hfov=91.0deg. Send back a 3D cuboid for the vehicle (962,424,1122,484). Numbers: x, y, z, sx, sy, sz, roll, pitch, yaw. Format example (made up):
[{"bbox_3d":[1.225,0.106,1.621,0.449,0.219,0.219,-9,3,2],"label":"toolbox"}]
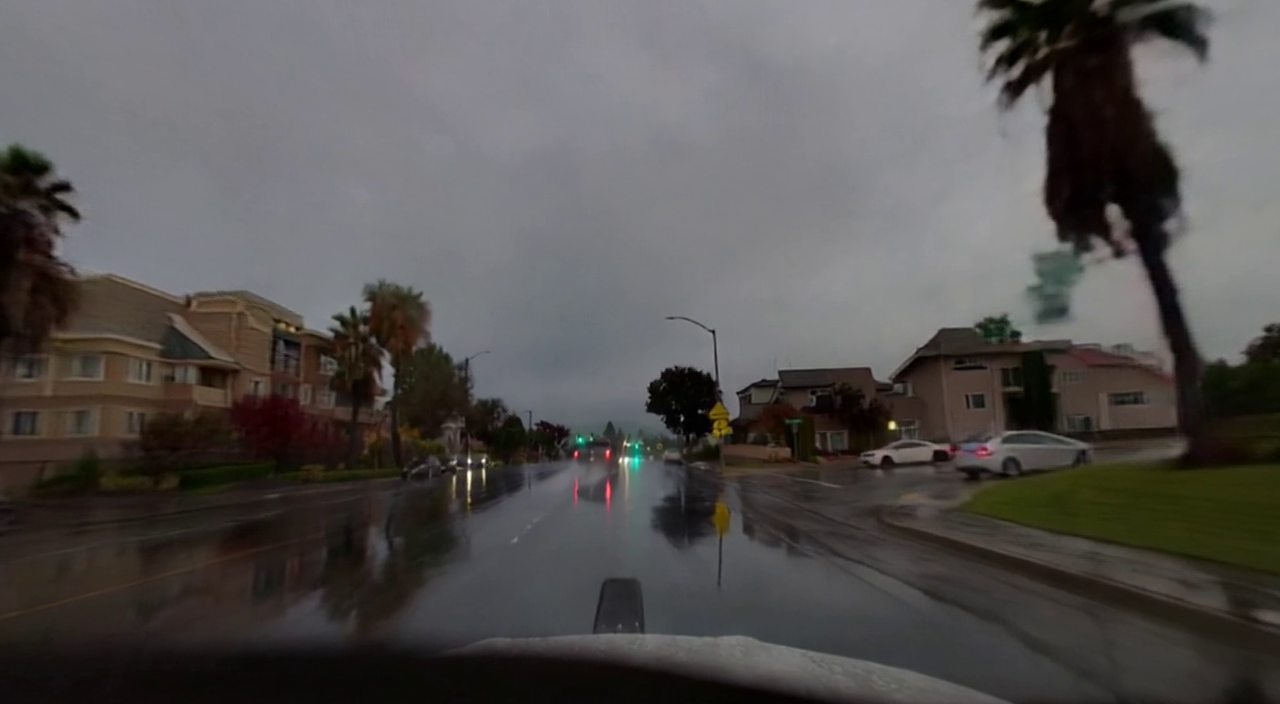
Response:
[{"bbox_3d":[12.495,3.183,19.745,3.778,1.744,1.804,1,-9,-5],"label":"vehicle"}]

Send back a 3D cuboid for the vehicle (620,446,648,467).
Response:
[{"bbox_3d":[-0.441,8.055,48.642,2.077,1.504,3.992,0,-9,-1],"label":"vehicle"}]

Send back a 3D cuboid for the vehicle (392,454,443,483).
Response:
[{"bbox_3d":[-14.431,7.538,41.023,1.884,1.451,4.435,-4,-7,-3],"label":"vehicle"}]

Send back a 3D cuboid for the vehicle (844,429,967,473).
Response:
[{"bbox_3d":[12.543,4.696,29.993,4.873,1.624,1.924,-4,-9,-2],"label":"vehicle"}]

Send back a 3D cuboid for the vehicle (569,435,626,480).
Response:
[{"bbox_3d":[-1.755,4.636,27.916,1.994,1.810,5.057,0,-9,2],"label":"vehicle"}]
